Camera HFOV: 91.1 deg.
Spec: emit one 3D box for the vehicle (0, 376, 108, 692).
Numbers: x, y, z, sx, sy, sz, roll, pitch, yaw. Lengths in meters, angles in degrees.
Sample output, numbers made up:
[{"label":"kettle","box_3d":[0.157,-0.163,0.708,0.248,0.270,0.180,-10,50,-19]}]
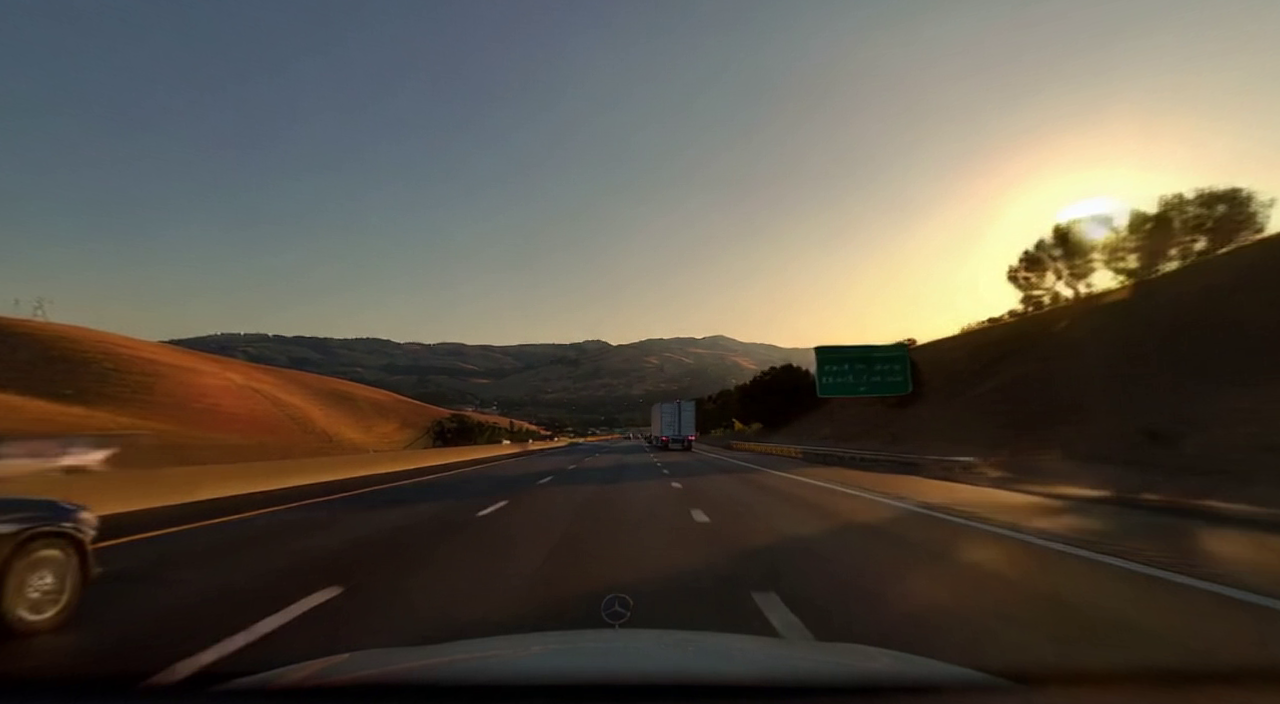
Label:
[{"label":"vehicle","box_3d":[-4.287,0.725,1.705,2.044,1.604,4.144,0,-8,-1]}]
